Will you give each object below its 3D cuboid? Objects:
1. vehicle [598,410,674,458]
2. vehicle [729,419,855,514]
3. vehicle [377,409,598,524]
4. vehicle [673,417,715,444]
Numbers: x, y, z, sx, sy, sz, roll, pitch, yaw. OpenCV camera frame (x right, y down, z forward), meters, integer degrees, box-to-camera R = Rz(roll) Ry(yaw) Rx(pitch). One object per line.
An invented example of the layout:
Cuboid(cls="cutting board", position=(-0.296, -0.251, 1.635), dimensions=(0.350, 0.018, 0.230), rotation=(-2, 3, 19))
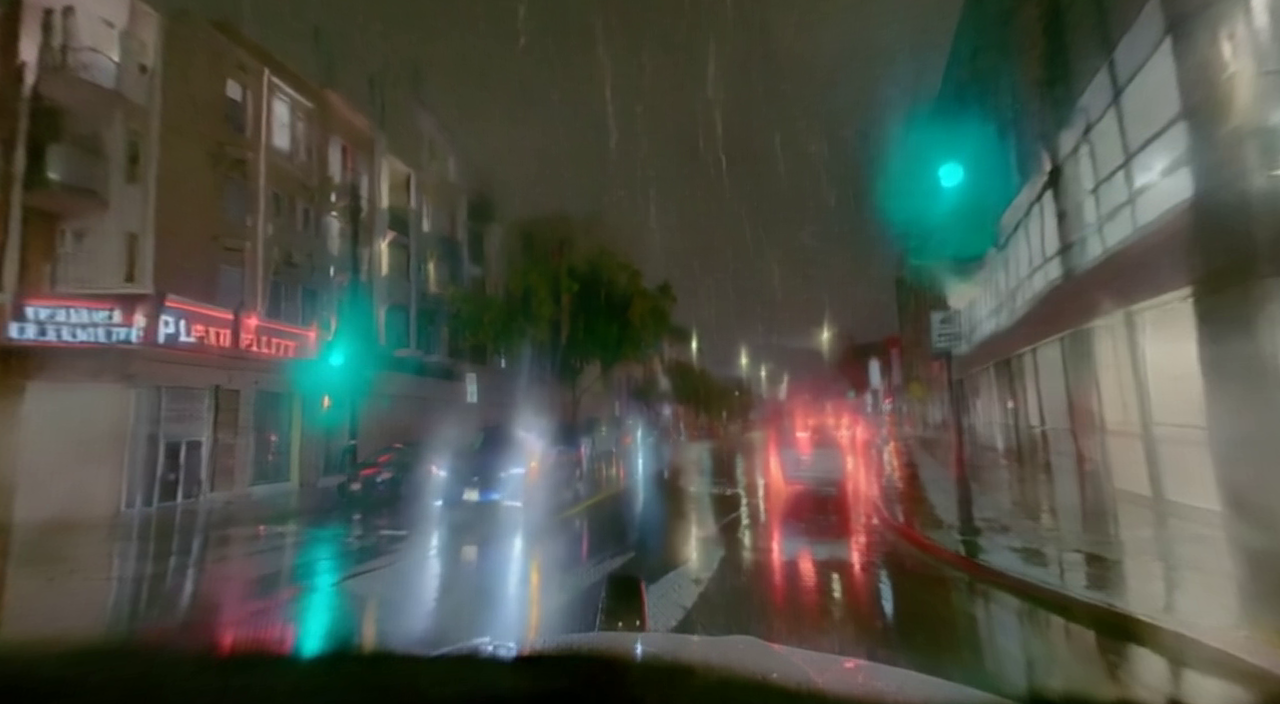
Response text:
Cuboid(cls="vehicle", position=(-0.077, 4.286, 33.600), dimensions=(2.260, 2.136, 5.669), rotation=(-7, -7, 17))
Cuboid(cls="vehicle", position=(3.146, 2.174, 12.395), dimensions=(1.892, 1.481, 4.365), rotation=(-3, -9, 19))
Cuboid(cls="vehicle", position=(-2.563, 2.124, 12.155), dimensions=(2.181, 1.723, 4.692), rotation=(-3, -9, 14))
Cuboid(cls="vehicle", position=(4.026, 5.746, 46.465), dimensions=(1.948, 1.693, 4.325), rotation=(-6, -7, 18))
